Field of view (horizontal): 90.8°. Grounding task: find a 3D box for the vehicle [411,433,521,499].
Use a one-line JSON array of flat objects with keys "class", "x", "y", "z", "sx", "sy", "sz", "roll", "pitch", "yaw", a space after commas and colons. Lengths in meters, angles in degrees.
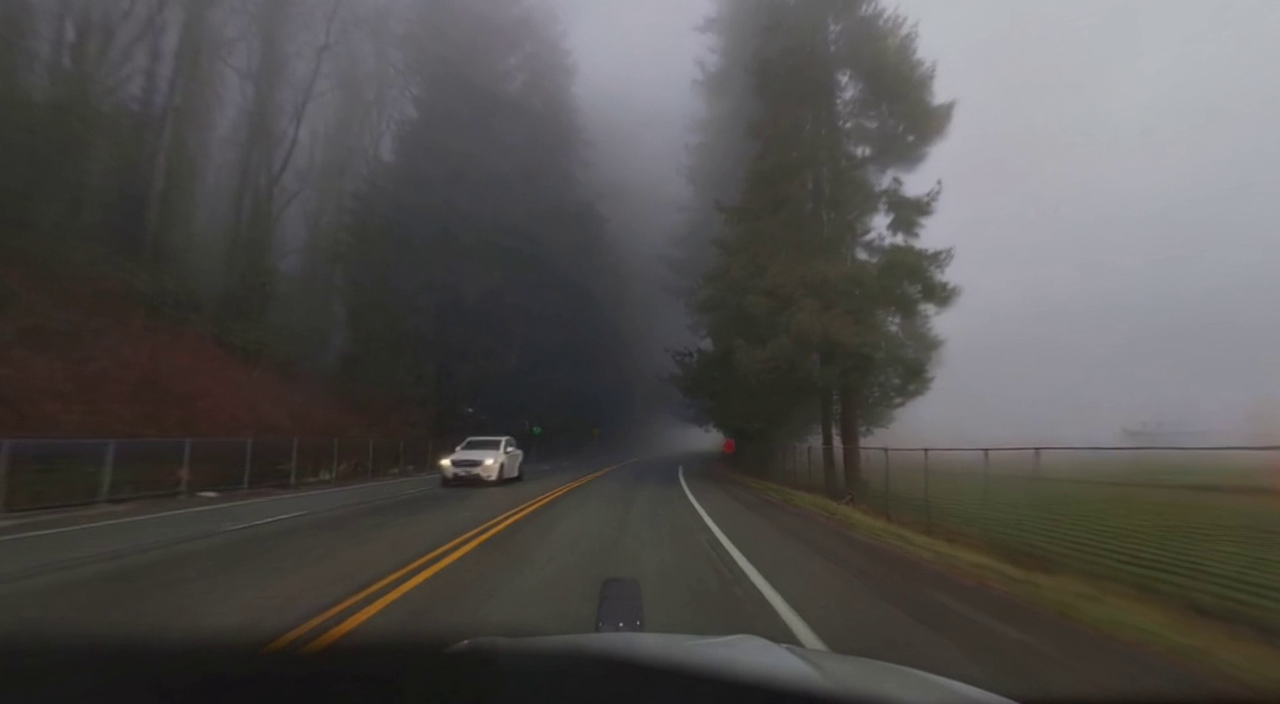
[{"class": "vehicle", "x": -4.466, "y": 2.967, "z": 16.829, "sx": 1.737, "sy": 1.525, "sz": 3.760, "roll": 0, "pitch": -8, "yaw": 2}]
